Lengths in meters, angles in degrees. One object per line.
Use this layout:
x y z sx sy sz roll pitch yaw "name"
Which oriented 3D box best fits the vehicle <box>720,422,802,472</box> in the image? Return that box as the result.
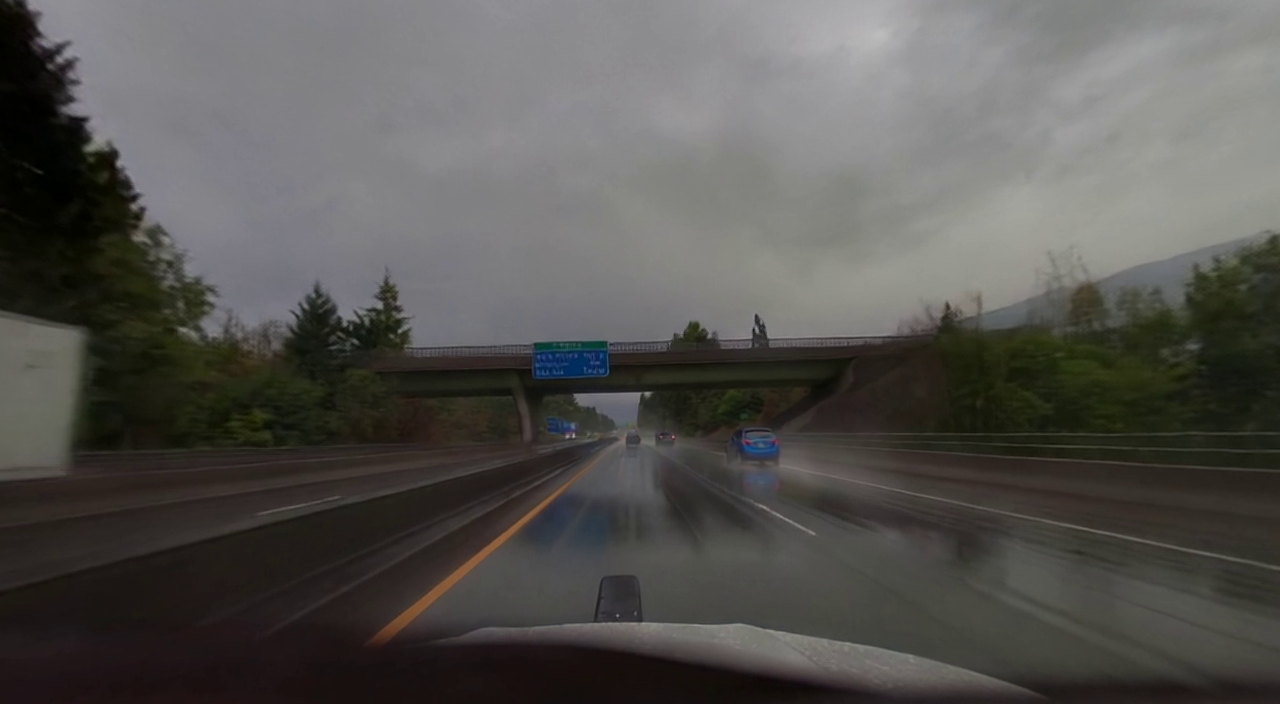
4.310 3.473 23.165 2.073 1.651 4.065 0 -8 -2 "vehicle"
